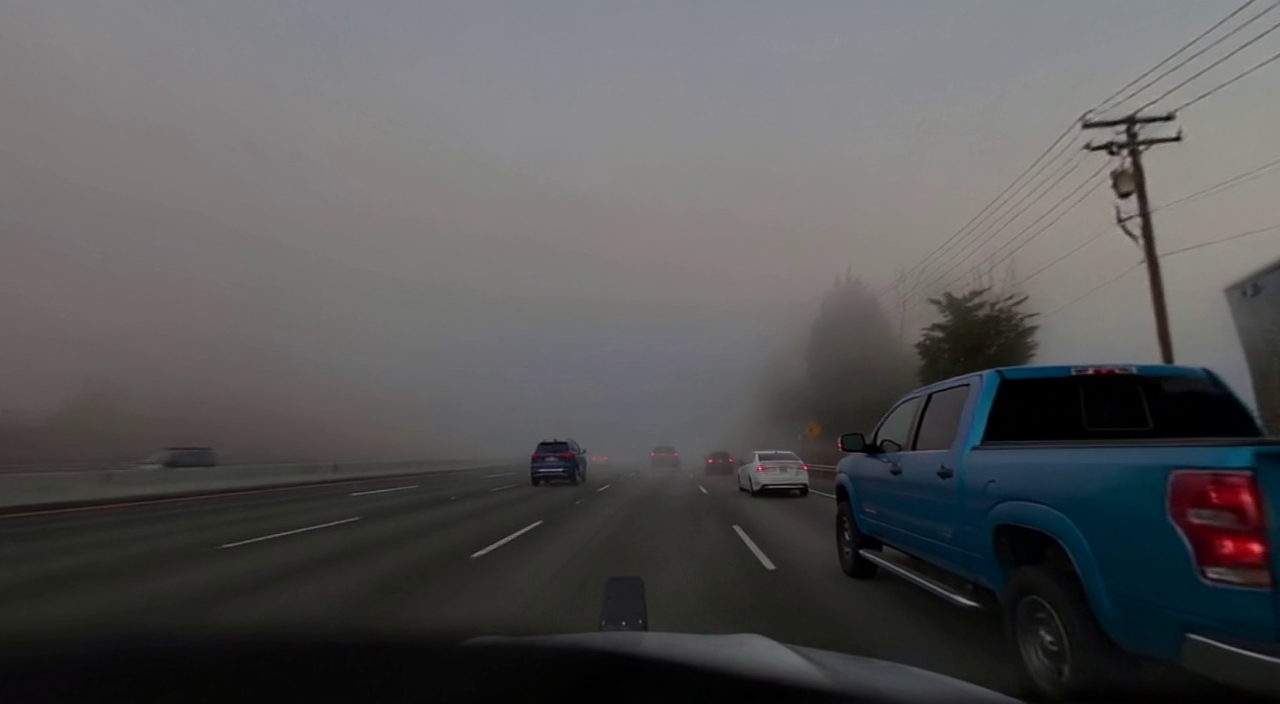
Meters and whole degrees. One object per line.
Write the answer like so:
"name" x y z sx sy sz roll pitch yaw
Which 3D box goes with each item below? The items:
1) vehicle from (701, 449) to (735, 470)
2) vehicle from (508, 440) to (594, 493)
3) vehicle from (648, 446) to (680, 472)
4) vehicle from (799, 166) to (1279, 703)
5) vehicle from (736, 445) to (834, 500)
"vehicle" 5.725 7.936 46.687 2.072 1.456 4.537 0 -8 2
"vehicle" -3.092 4.112 23.058 2.209 1.714 4.576 -1 -8 4
"vehicle" 1.636 7.320 43.390 2.080 1.682 4.150 0 -8 2
"vehicle" 3.387 1.015 4.685 3.024 2.092 6.797 -1 -8 4
"vehicle" 4.381 3.702 19.817 2.111 1.498 4.466 0 -8 2
